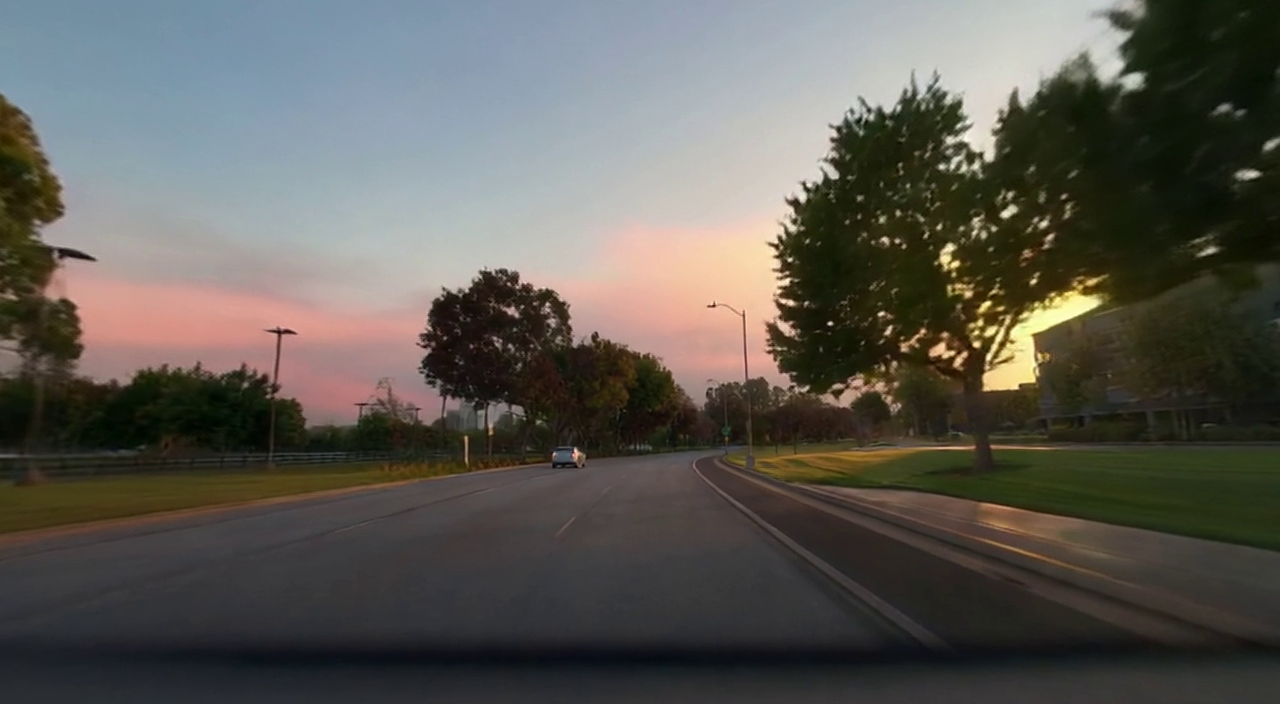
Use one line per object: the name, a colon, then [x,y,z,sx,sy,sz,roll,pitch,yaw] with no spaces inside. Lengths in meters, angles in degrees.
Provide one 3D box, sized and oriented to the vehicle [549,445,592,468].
vehicle: [-4.514,6.892,41.866,1.945,1.461,4.605,-1,-9,5]
